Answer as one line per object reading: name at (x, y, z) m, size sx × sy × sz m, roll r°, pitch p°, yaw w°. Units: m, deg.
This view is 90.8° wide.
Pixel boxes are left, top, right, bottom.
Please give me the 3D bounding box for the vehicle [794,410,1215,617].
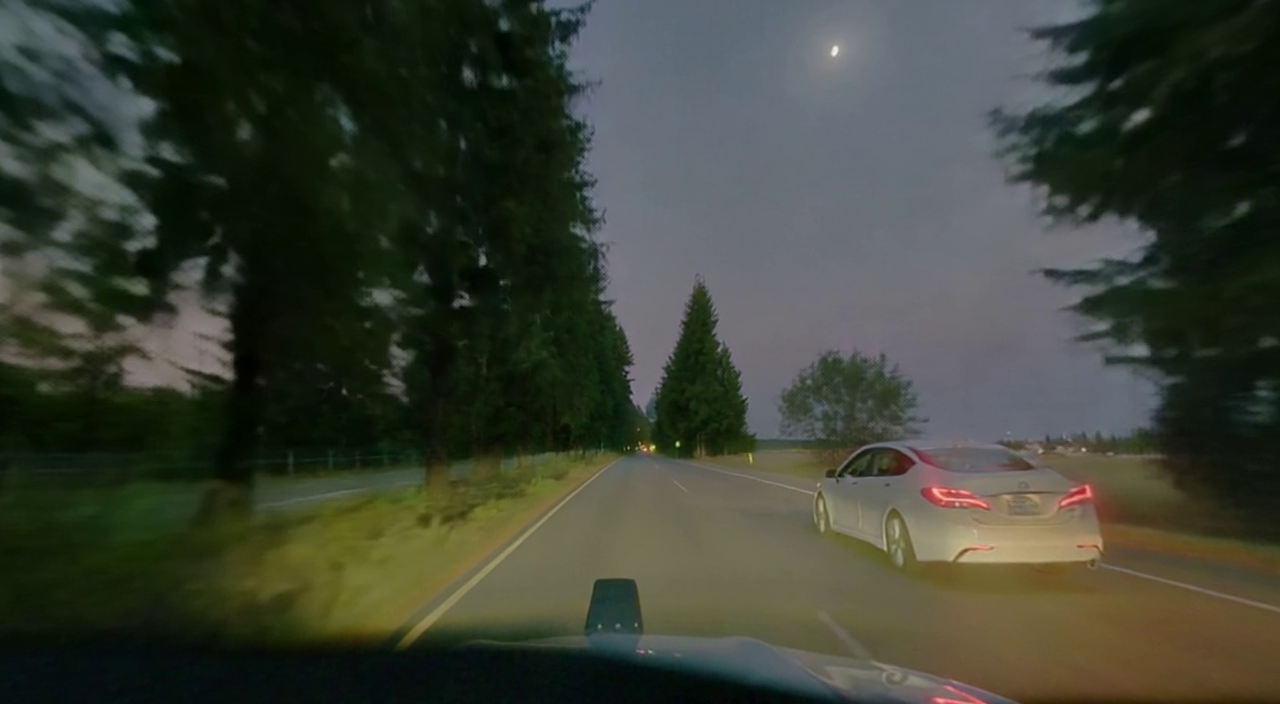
vehicle at (3.407, 1.606, 7.272) m, size 2.060 × 1.584 × 4.592 m, roll 0°, pitch -9°, yaw 0°
